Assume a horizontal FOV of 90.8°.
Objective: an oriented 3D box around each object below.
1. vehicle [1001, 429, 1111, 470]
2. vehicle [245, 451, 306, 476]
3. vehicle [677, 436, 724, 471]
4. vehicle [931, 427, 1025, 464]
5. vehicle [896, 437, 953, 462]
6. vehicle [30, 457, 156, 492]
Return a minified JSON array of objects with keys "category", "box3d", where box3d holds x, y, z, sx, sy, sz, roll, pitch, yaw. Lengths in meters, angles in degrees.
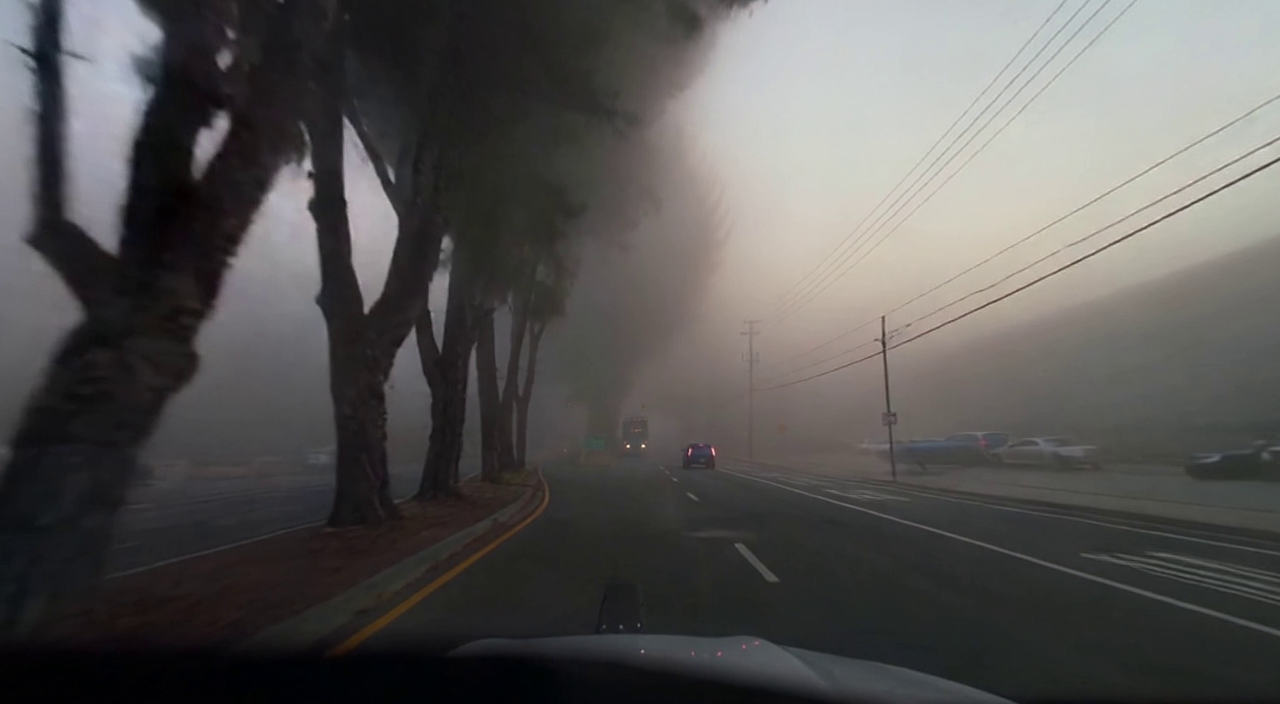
[{"category":"vehicle","box3d":[20.533,4.850,31.538,1.993,1.854,5.008,0,-8,-1]},{"category":"vehicle","box3d":[-26.318,8.030,45.765,2.188,1.669,4.546,1,-9,-8]},{"category":"vehicle","box3d":[3.329,5.708,35.734,2.086,1.803,4.607,0,-8,-1]},{"category":"vehicle","box3d":[20.585,5.774,38.869,2.529,2.086,5.902,0,-9,1]},{"category":"vehicle","box3d":[20.584,7.057,45.908,1.917,1.682,4.575,0,-8,0]},{"category":"vehicle","box3d":[-26.114,5.832,30.439,1.883,1.482,4.779,0,-8,-2]}]
